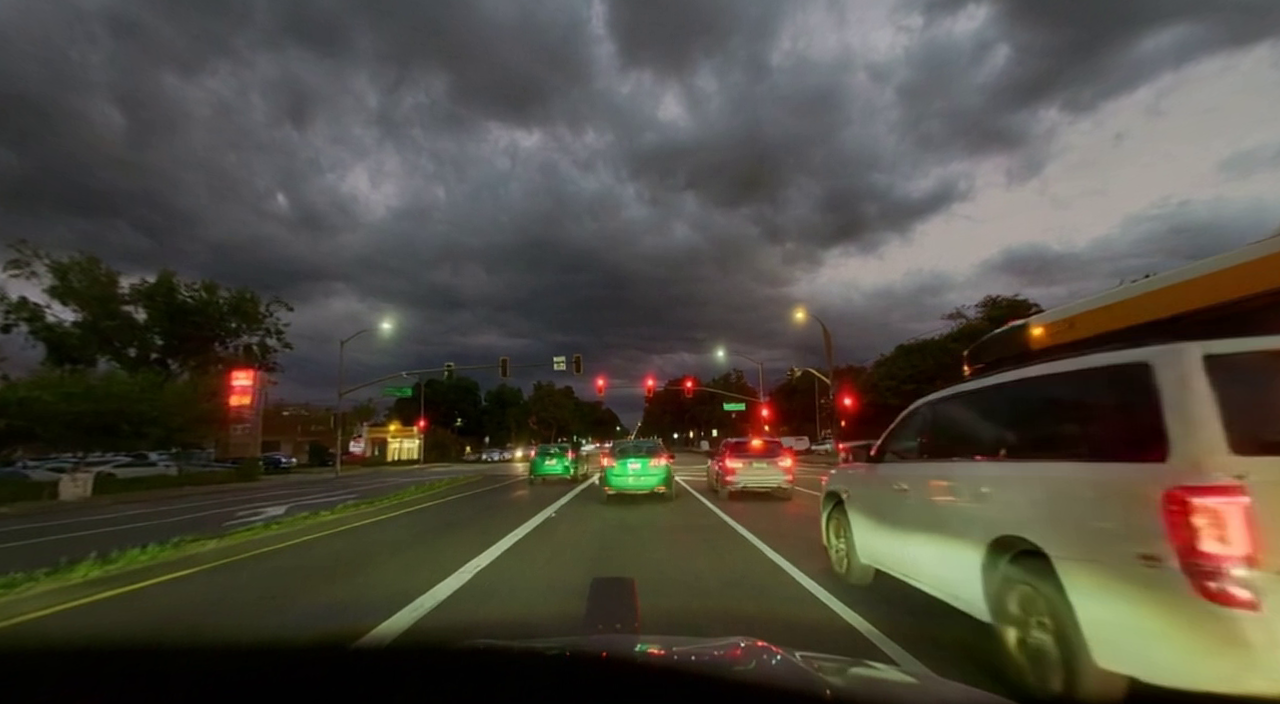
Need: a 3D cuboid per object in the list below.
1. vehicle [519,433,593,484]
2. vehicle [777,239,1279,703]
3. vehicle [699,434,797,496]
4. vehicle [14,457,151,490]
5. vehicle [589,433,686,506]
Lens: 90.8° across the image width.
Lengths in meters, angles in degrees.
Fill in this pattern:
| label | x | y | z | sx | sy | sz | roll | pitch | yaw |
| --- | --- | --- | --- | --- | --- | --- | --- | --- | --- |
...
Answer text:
| label | x | y | z | sx | sy | sz | roll | pitch | yaw |
| --- | --- | --- | --- | --- | --- | --- | --- | --- | --- |
| vehicle | -3.042 | 3.997 | 23.925 | 2.180 | 1.708 | 4.397 | 0 | -9 | 0 |
| vehicle | 3.014 | 1.019 | 4.917 | 2.490 | 1.951 | 5.931 | 0 | -9 | -1 |
| vehicle | 2.859 | 3.100 | 17.733 | 1.922 | 1.508 | 4.330 | 0 | -9 | -1 |
| vehicle | -27.739 | 6.024 | 31.667 | 4.800 | 1.461 | 1.831 | 5 | -10 | -31 |
| vehicle | -0.085 | 2.798 | 15.432 | 2.071 | 1.525 | 3.723 | 0 | -9 | -1 |
